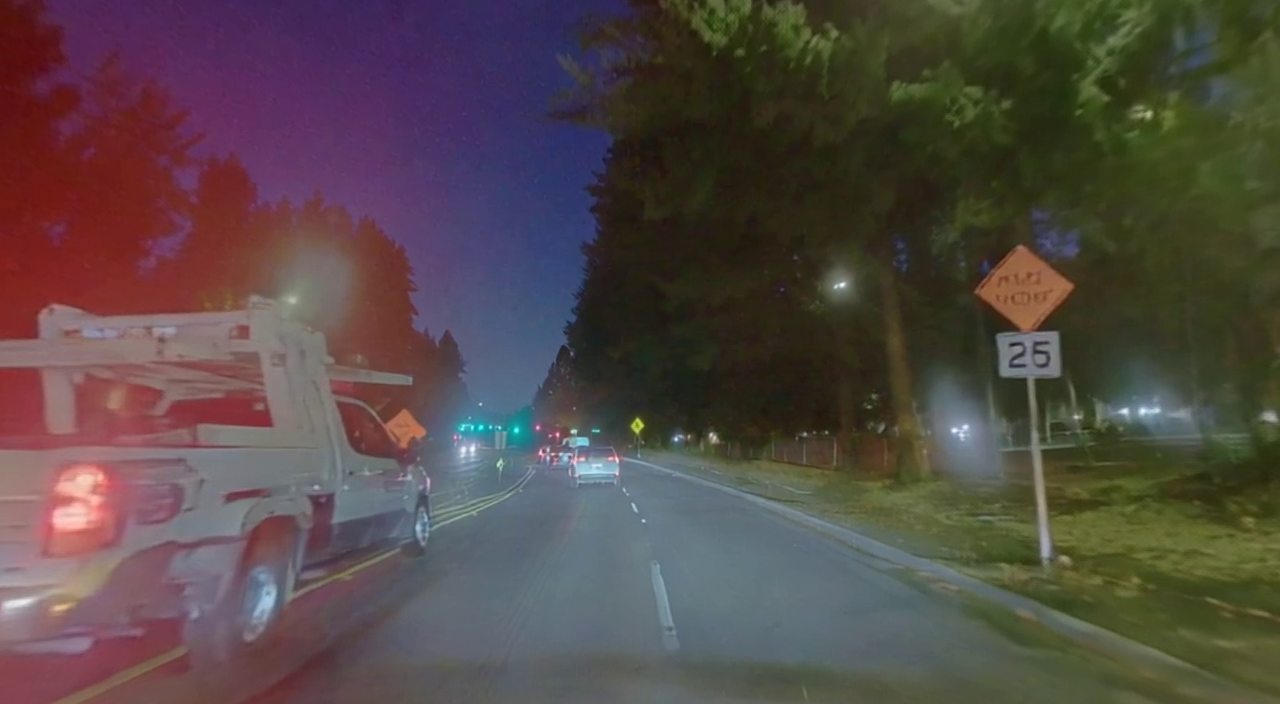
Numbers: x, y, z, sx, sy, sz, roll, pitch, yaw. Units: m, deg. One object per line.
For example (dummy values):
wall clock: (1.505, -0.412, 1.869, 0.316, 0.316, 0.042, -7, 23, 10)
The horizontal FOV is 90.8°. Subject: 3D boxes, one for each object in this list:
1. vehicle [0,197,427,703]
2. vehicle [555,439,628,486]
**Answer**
vehicle: (-3.632, 0.928, 4.492, 2.671, 2.053, 6.074, 1, -8, -6)
vehicle: (-1.827, 3.887, 22.575, 2.186, 1.463, 4.356, 1, -9, -10)
